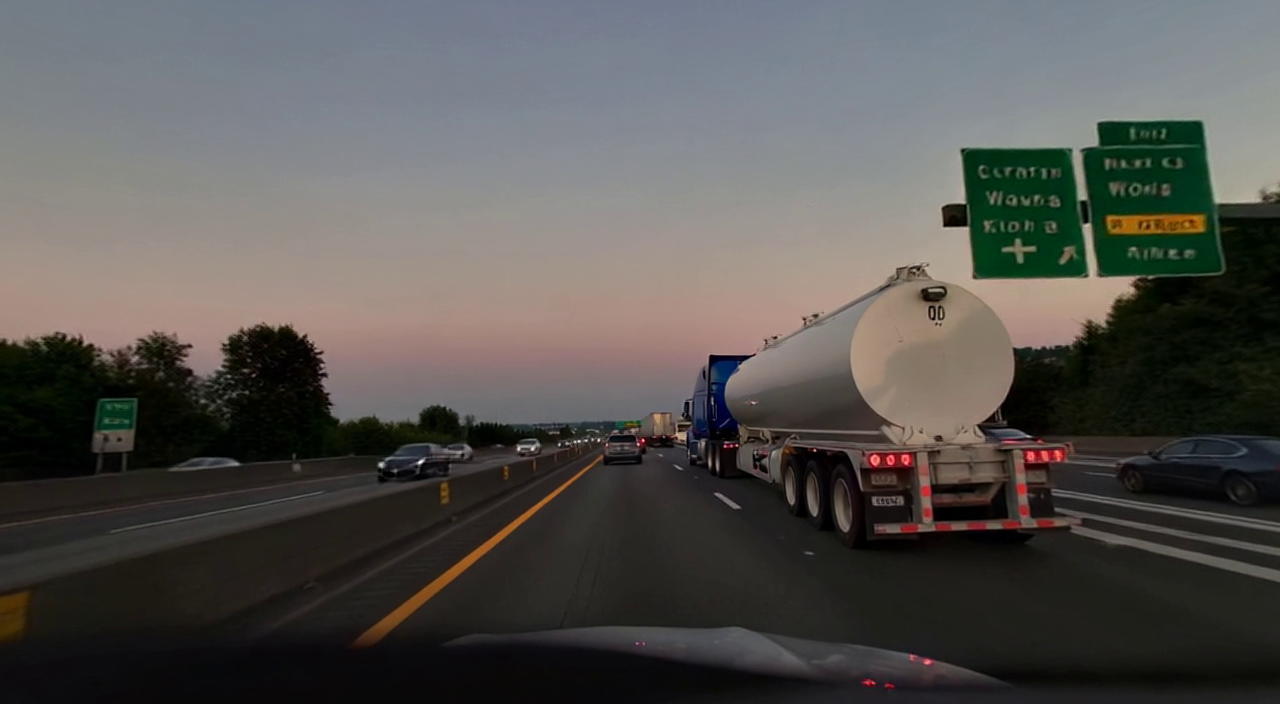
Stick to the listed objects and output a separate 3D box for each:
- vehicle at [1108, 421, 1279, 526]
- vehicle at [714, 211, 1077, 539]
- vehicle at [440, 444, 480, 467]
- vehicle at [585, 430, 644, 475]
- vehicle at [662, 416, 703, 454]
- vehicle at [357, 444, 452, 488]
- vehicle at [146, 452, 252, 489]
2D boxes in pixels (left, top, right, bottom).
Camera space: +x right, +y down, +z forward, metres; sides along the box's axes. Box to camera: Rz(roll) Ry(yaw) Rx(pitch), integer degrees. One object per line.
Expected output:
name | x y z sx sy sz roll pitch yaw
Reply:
vehicle | 9.841 1.857 9.982 1.739 1.471 3.889 0 -8 -2
vehicle | 3.512 0.829 12.091 2.826 3.905 9.262 0 -8 -1
vehicle | -13.164 7.566 46.343 1.905 1.541 4.030 0 -8 -3
vehicle | -0.880 3.677 23.309 2.000 1.510 3.518 0 -8 0
vehicle | 3.166 6.319 47.945 2.475 2.782 4.986 0 -8 -3
vehicle | -8.898 4.303 24.304 1.894 1.483 4.624 0 -8 0
vehicle | -20.036 5.370 28.907 1.880 1.476 4.282 0 -8 -2
